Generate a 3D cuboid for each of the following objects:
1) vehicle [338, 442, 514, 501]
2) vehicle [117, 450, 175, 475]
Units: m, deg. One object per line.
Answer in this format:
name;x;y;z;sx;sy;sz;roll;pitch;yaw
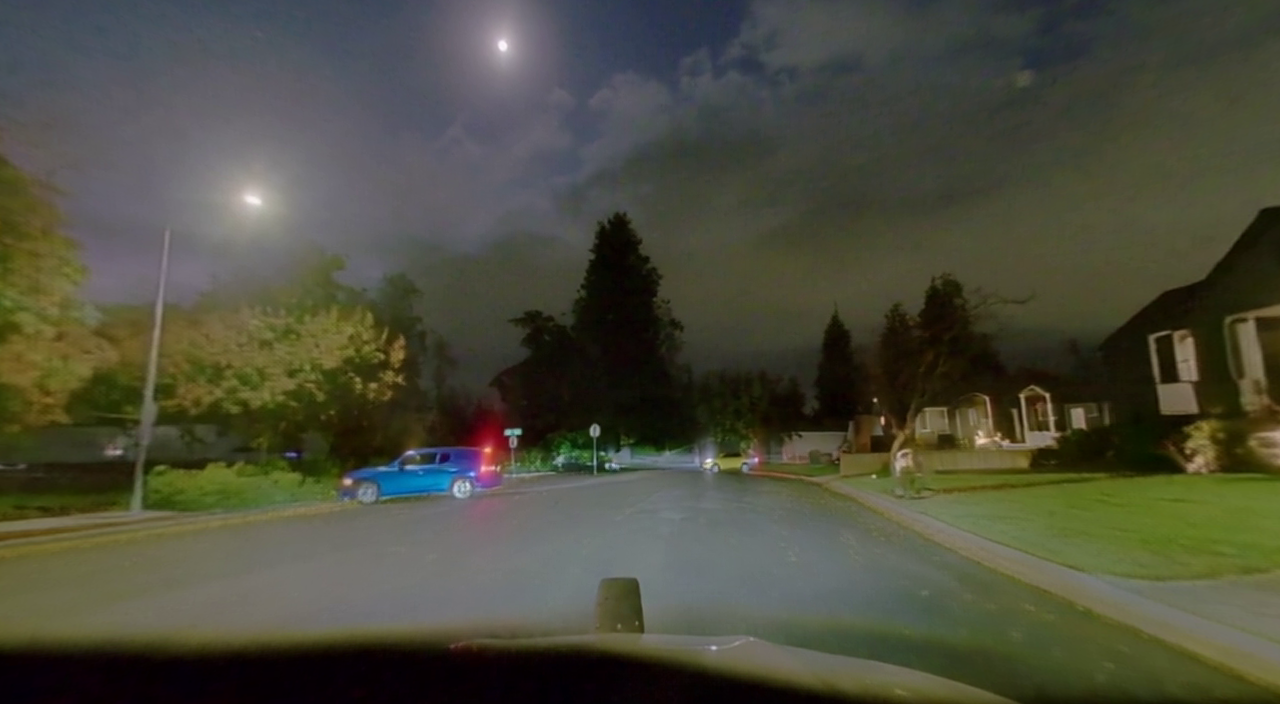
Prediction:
vehicle;-6.459;3.626;19.403;4.692;1.660;1.879;-1;-9;5
vehicle;-31.950;7.068;40.791;4.764;1.487;2.002;-8;-12;42
